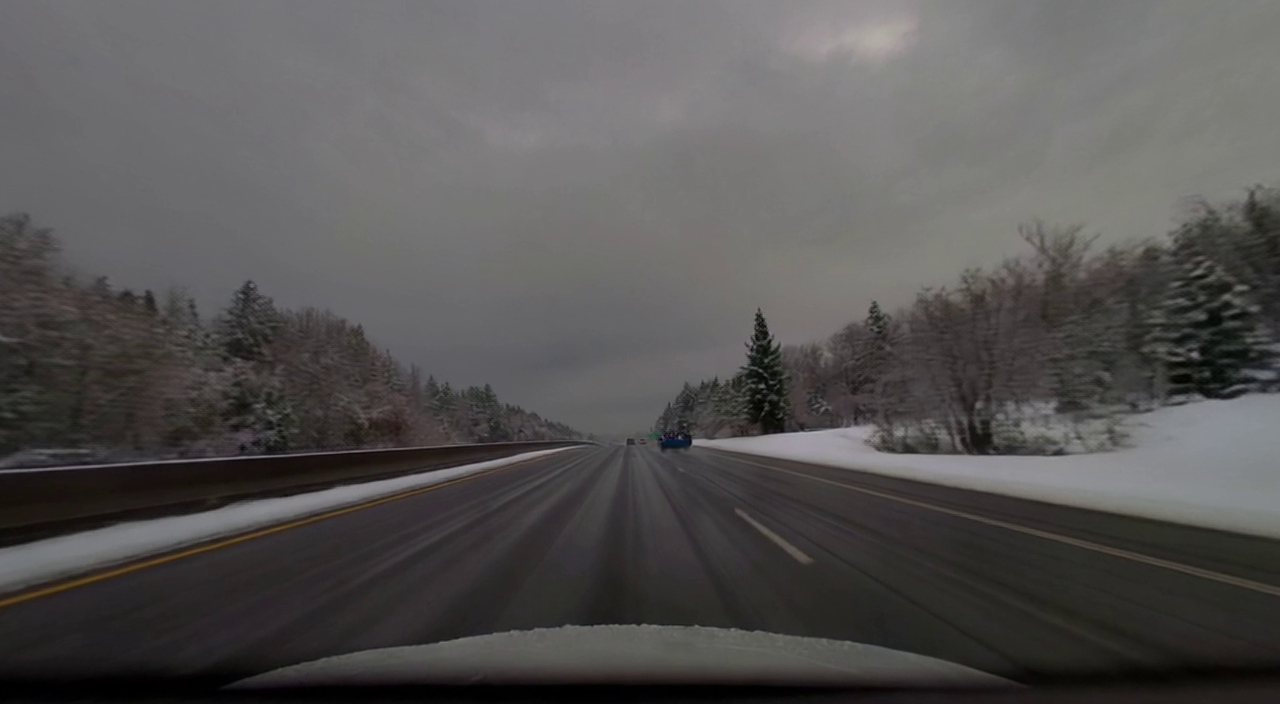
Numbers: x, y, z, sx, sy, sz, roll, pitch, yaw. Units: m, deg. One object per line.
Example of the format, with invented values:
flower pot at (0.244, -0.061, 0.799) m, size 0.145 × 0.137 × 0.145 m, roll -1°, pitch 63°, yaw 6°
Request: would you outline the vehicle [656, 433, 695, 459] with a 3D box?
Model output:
vehicle at (2.040, 5.587, 37.583) m, size 1.911 × 1.449 × 3.776 m, roll 0°, pitch -8°, yaw -3°
